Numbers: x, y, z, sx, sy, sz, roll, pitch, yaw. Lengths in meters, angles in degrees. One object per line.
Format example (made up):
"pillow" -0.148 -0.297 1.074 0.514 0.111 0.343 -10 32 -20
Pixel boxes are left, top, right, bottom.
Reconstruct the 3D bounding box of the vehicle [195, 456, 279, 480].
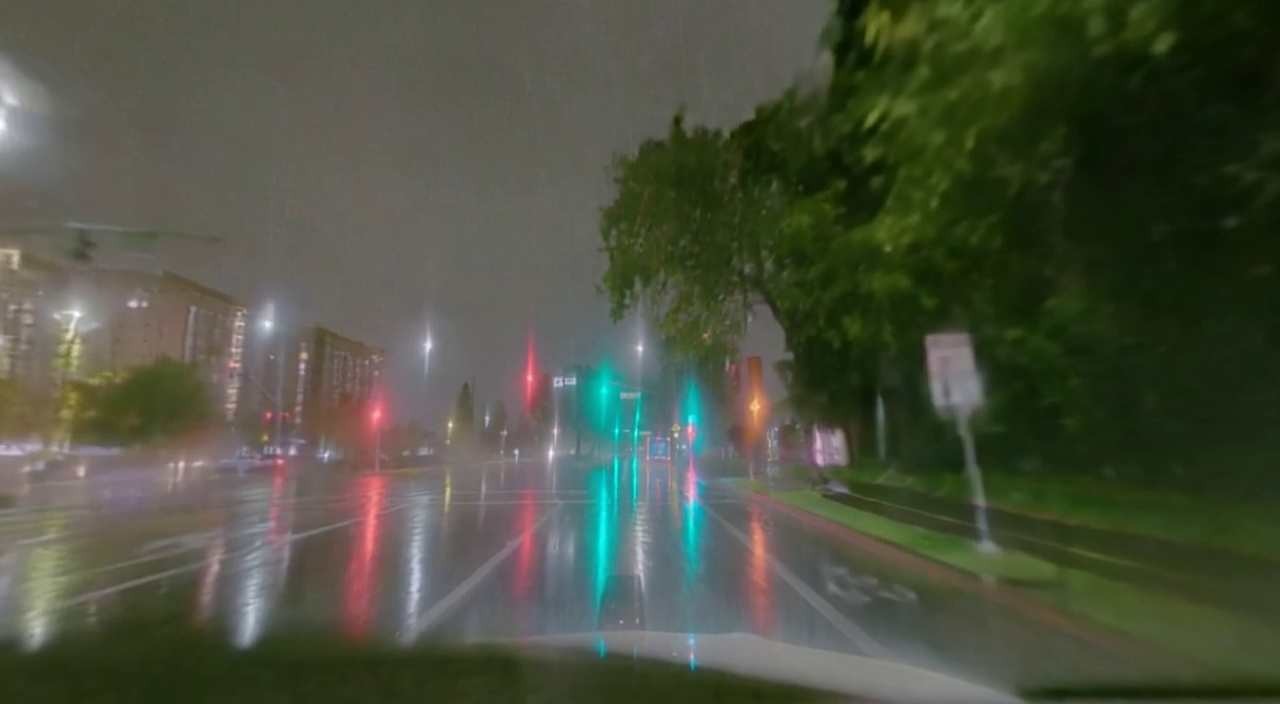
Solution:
"vehicle" -26.398 7.625 41.470 4.153 1.493 1.808 0 -9 -2

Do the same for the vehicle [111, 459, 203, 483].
"vehicle" -31.508 7.751 41.290 4.453 1.441 1.770 0 -9 -1

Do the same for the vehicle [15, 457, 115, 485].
"vehicle" -37.461 7.741 41.212 4.593 1.674 1.893 0 -9 0
